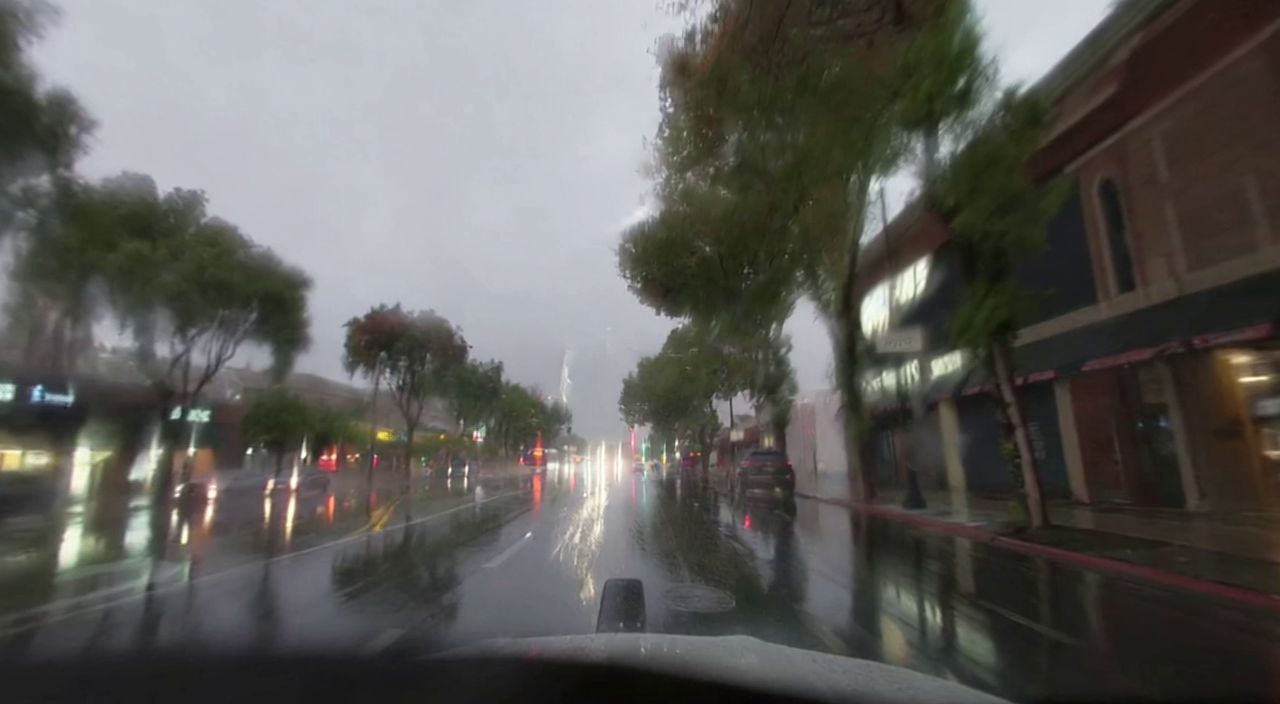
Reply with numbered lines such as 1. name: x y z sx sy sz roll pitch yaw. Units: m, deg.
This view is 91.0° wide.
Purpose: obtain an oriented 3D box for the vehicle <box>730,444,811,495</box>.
1. vehicle: 5.115 4.682 25.527 2.241 1.832 5.234 0 -9 1

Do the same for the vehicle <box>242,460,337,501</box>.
1. vehicle: -17.549 6.420 31.811 1.920 1.796 4.710 0 -9 2

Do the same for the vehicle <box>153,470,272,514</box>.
1. vehicle: -17.380 5.669 25.917 1.767 1.487 4.265 0 -9 2
